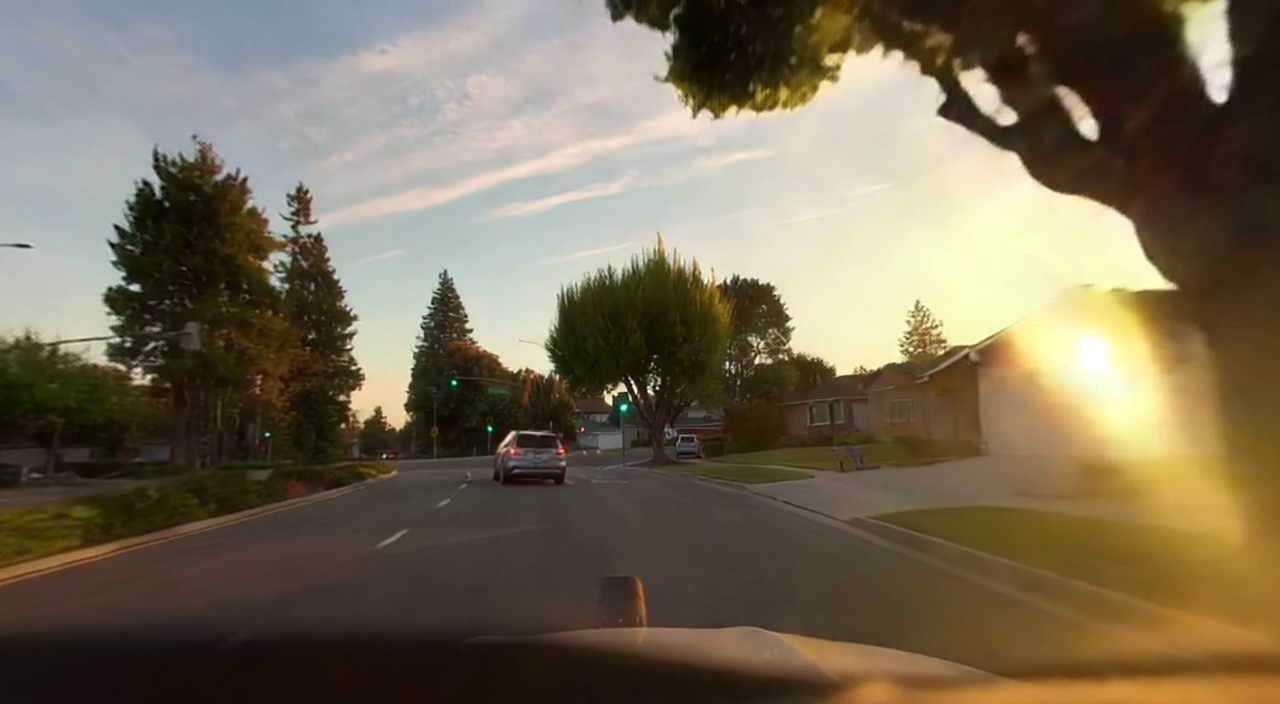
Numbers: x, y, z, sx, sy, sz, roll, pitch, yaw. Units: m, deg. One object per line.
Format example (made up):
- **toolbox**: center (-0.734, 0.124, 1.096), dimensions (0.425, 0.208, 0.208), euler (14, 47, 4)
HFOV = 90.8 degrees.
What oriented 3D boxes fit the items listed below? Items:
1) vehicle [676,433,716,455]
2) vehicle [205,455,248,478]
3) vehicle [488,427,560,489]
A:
- **vehicle**: center (3.943, 6.563, 45.081), dimensions (1.911, 1.516, 4.251), euler (1, -9, -8)
- **vehicle**: center (-31.947, 8.826, 48.904), dimensions (1.943, 1.677, 4.176), euler (4, -9, -23)
- **vehicle**: center (-3.755, 3.323, 20.069), dimensions (1.990, 1.707, 4.225), euler (2, -9, -12)
